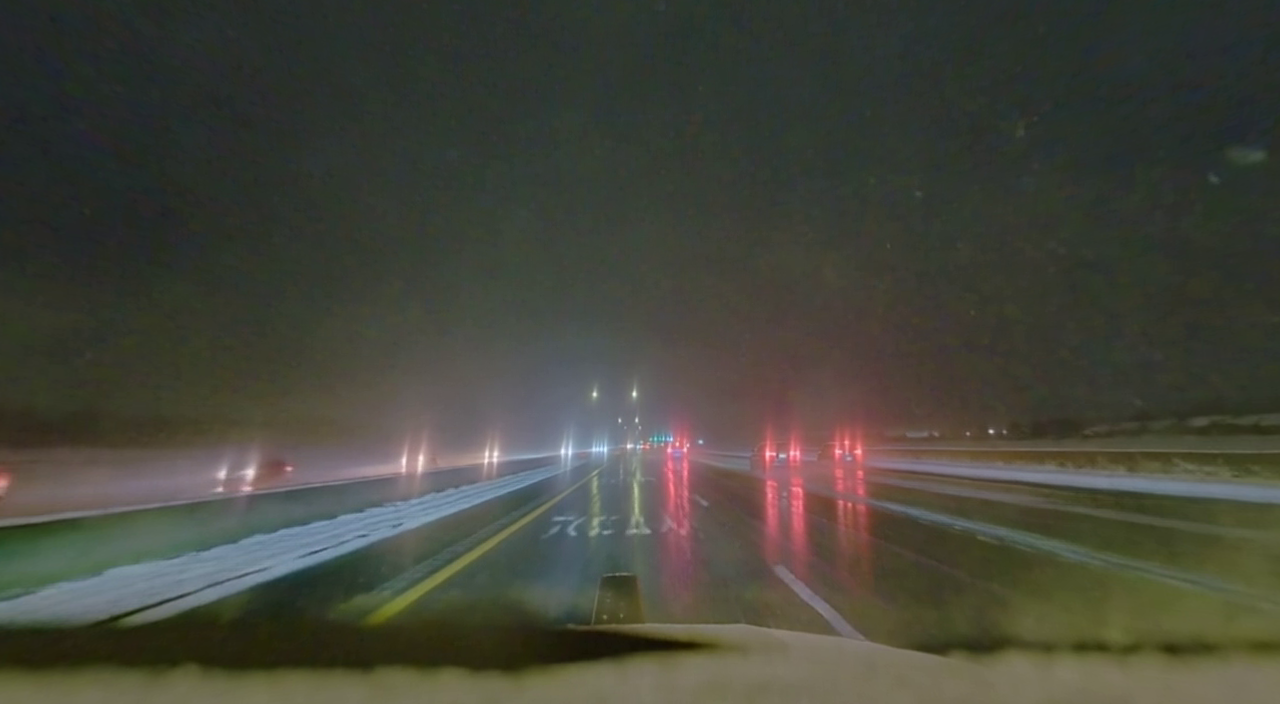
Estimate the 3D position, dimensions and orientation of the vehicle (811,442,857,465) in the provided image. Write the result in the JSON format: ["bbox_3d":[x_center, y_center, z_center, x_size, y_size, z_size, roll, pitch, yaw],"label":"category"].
[{"bbox_3d":[14.545,7.623,47.651,2.025,1.595,4.268,0,-8,-1],"label":"vehicle"}]

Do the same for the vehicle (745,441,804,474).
[{"bbox_3d":[6.686,5.293,31.822,2.038,1.528,3.910,0,-9,-1],"label":"vehicle"}]

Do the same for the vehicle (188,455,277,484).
[{"bbox_3d":[-21.648,6.244,33.784,1.940,1.415,4.270,0,-9,-1],"label":"vehicle"}]
